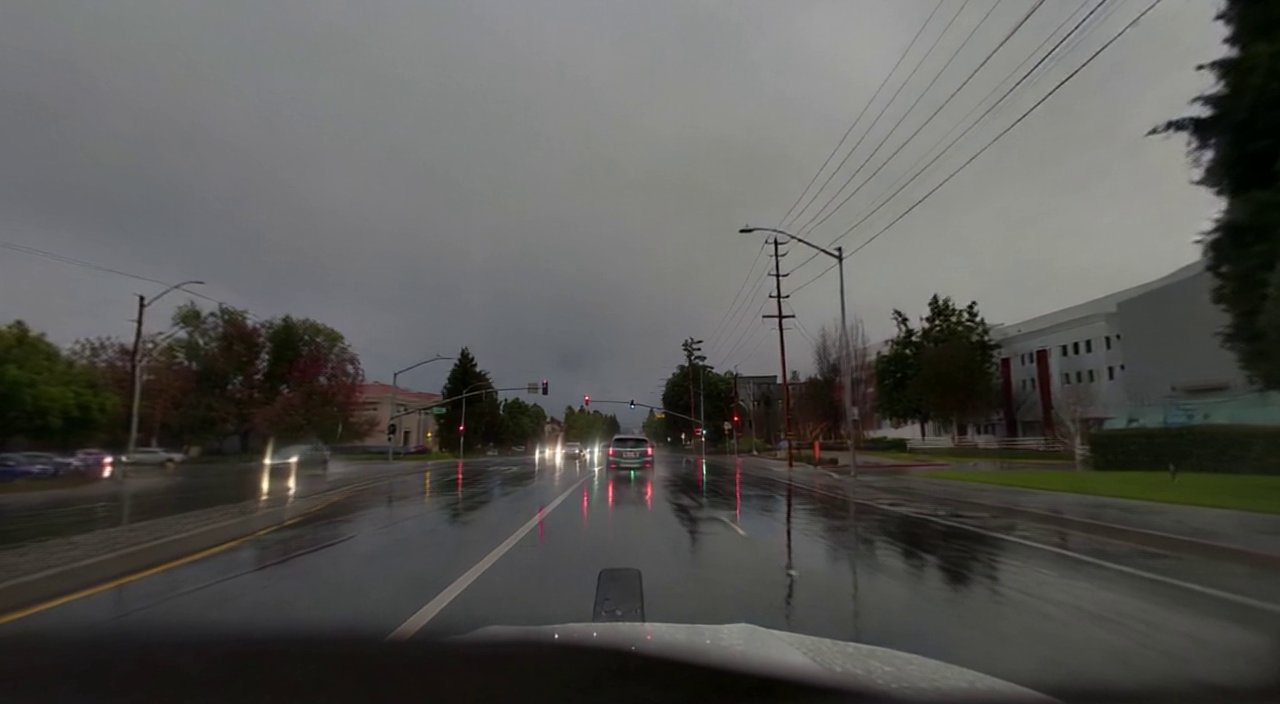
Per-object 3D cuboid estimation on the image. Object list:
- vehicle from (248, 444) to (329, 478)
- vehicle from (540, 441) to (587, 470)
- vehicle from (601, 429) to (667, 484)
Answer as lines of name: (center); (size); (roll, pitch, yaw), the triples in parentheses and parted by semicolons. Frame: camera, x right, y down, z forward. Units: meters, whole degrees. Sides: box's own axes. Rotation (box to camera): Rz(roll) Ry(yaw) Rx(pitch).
vehicle: (-19.389, 6.013, 35.147); (1.945, 1.700, 4.465); (0, -8, 0)
vehicle: (-4.051, 5.580, 34.271); (2.075, 1.474, 4.367); (0, -8, -1)
vehicle: (-0.228, 3.777, 23.027); (2.188, 1.782, 3.982); (0, -8, -1)
